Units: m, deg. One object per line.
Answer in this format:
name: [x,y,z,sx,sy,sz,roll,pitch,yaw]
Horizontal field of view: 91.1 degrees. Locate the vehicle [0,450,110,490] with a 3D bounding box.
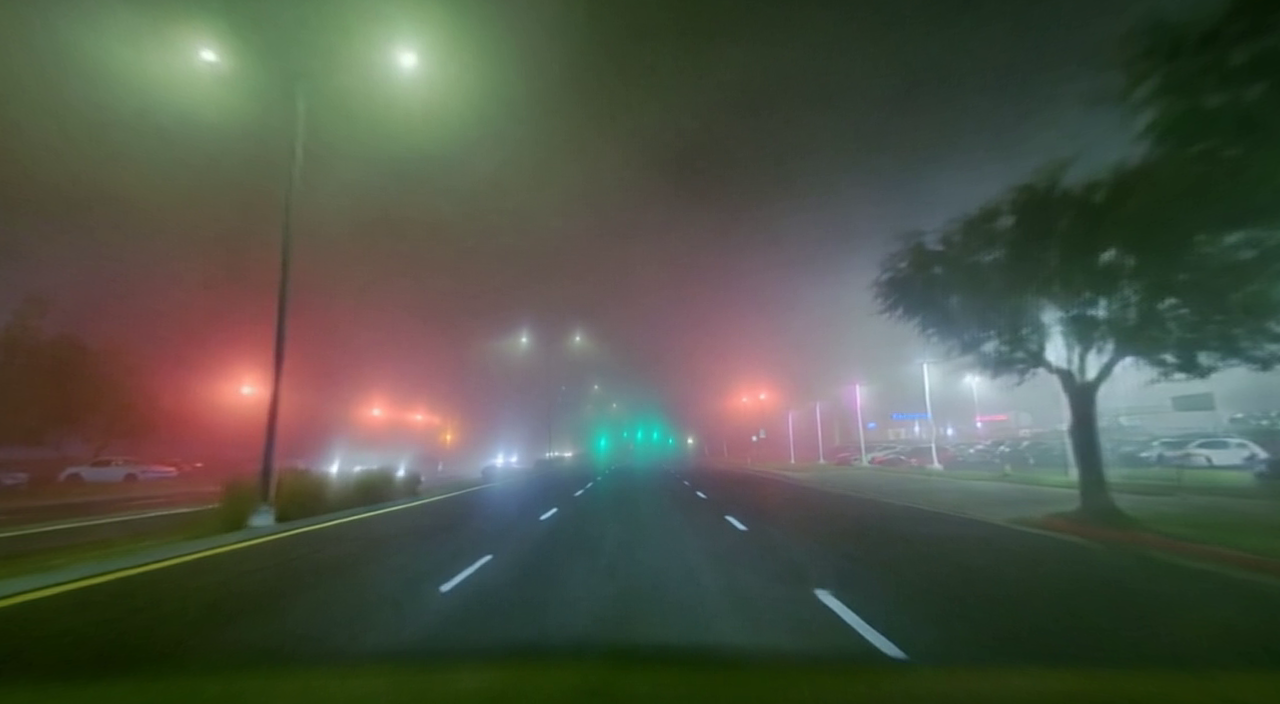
vehicle: [-40.845,8.092,43.105,6.078,2.123,2.373,7,-4,-17]

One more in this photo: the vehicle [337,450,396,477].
vehicle: [-19.978,8.147,46.101,2.218,1.788,4.604,0,-9,0]

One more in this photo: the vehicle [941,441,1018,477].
vehicle: [18.754,5.848,34.642,3.754,1.844,2.002,5,-10,-32]

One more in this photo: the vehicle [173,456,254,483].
vehicle: [-30.682,8.416,45.305,4.584,1.790,1.858,5,-10,-30]

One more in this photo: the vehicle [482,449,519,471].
vehicle: [-9.992,7.760,45.294,1.880,1.461,4.446,0,-9,-3]

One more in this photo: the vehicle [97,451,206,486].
vehicle: [-29.610,7.038,38.093,5.319,1.985,2.410,-3,-9,16]

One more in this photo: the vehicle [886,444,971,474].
vehicle: [16.758,6.157,36.424,4.313,1.584,2.282,5,-10,-29]

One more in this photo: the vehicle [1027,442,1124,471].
vehicle: [27.292,6.567,39.472,4.478,1.746,2.159,0,-8,1]
